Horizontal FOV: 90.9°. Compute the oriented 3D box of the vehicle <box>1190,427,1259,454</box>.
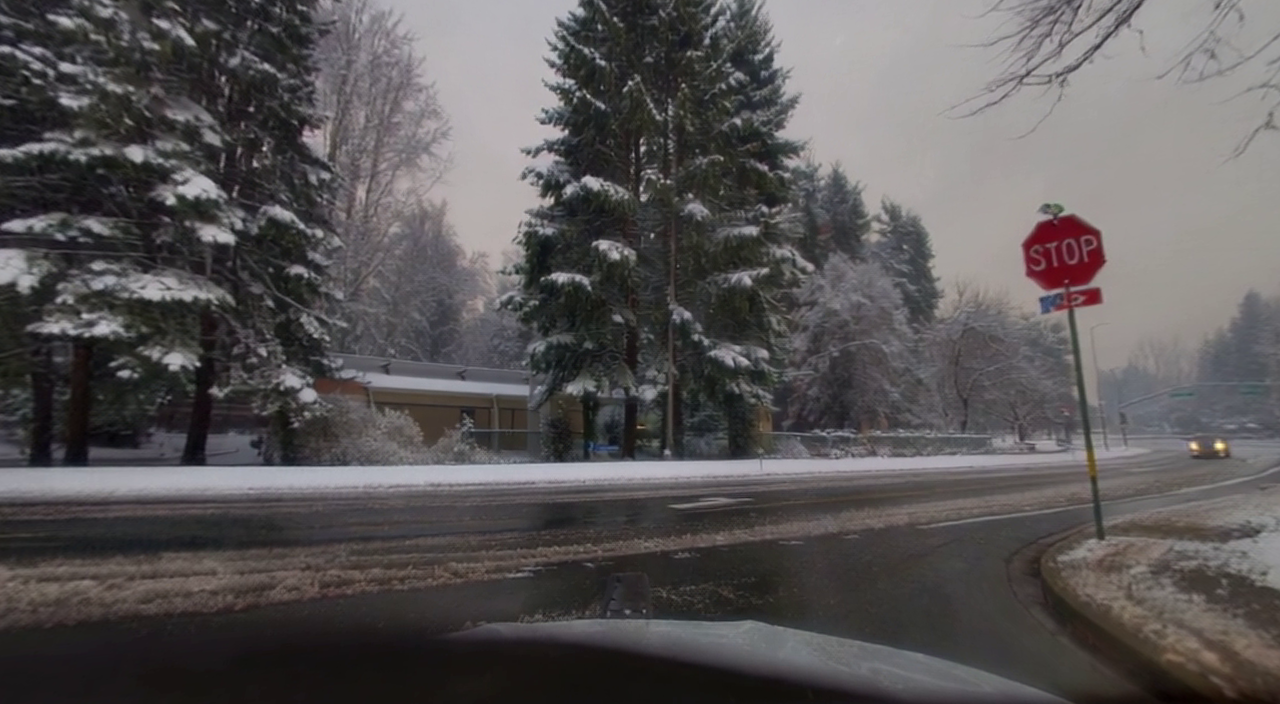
[{"bbox_3d":[34.714,5.280,37.387,4.473,1.474,2.108,7,-11,-37],"label":"vehicle"}]
